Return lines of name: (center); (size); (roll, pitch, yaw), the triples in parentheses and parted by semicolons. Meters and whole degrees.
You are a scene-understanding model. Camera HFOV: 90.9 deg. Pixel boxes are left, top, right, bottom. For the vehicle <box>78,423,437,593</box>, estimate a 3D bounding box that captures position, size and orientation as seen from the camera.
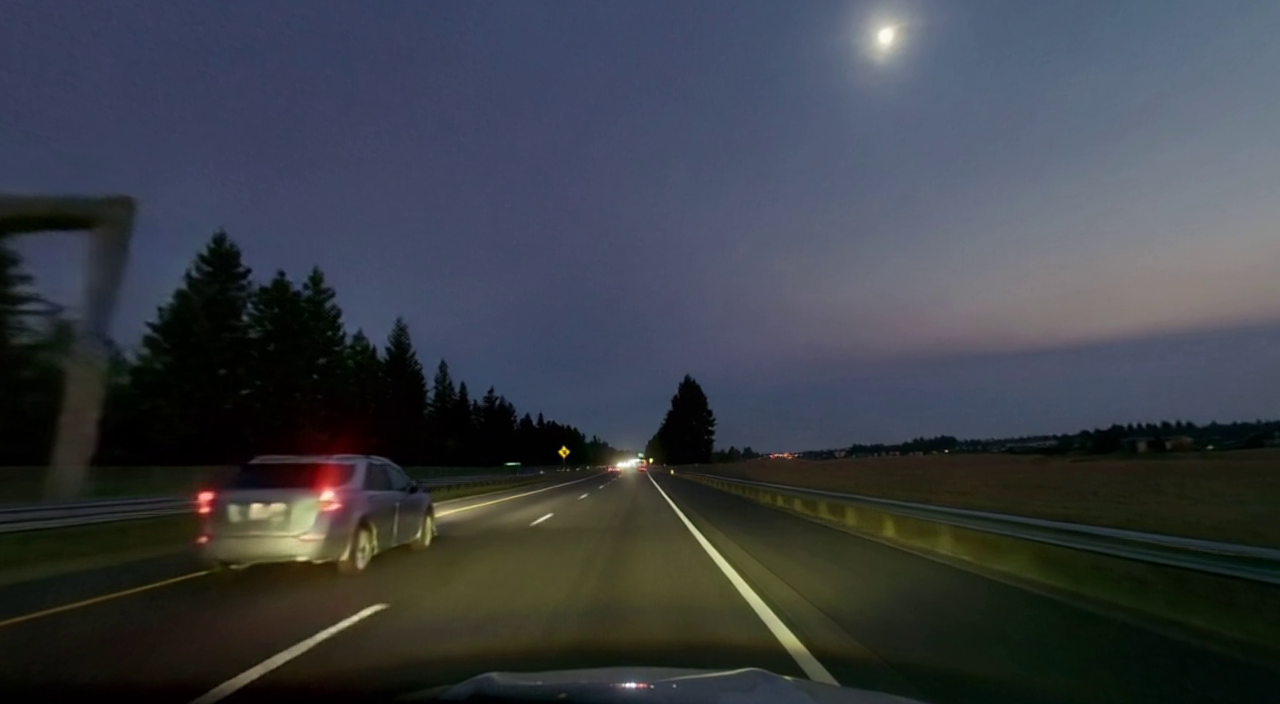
vehicle: (-4.466, 1.924, 8.402); (2.042, 1.629, 4.276); (1, -10, 0)
